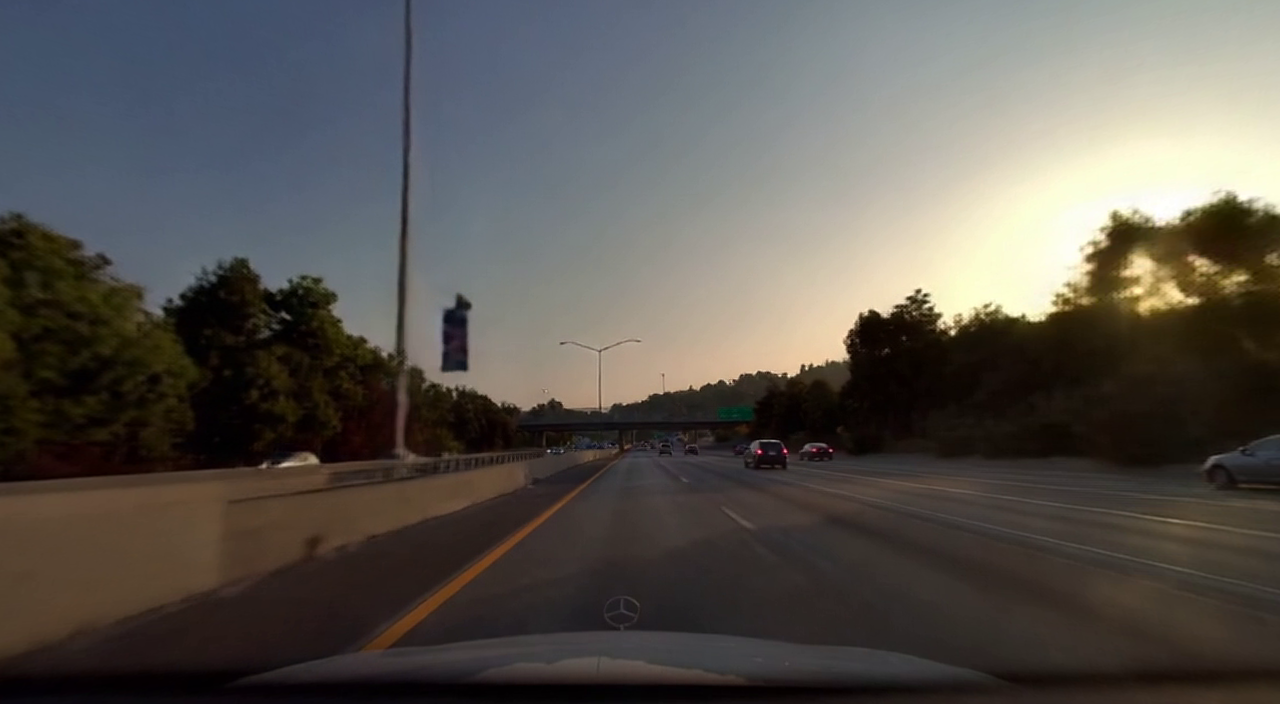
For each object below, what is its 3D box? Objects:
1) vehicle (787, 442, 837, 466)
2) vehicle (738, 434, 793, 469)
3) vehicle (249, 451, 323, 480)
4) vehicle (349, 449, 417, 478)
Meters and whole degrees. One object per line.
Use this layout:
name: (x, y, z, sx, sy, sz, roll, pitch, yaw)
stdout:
vehicle: (10.923, 6.497, 40.395, 1.931, 1.479, 4.183, 0, -9, -1)
vehicle: (7.081, 5.655, 36.060, 2.098, 1.820, 4.505, 0, -9, -2)
vehicle: (-24.682, 7.880, 44.300, 2.302, 1.848, 4.869, 0, -9, 0)
vehicle: (-15.755, 6.829, 39.040, 2.345, 1.623, 4.641, 0, -9, -2)
